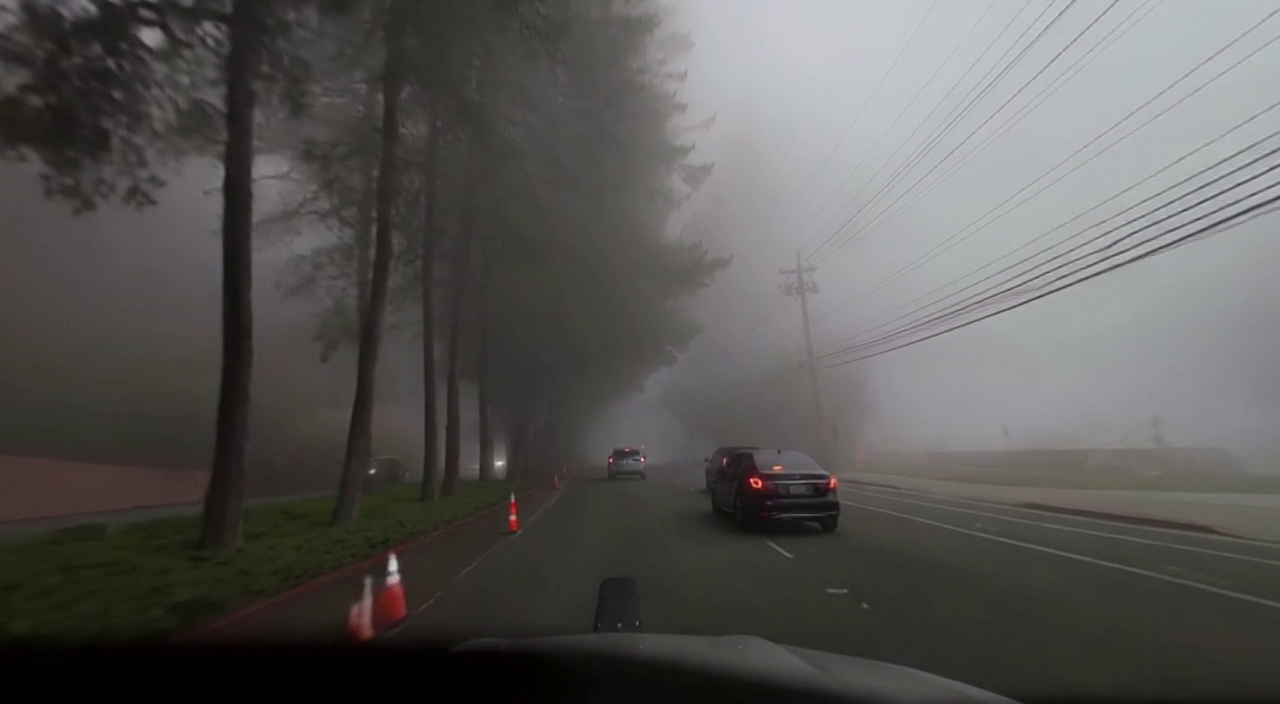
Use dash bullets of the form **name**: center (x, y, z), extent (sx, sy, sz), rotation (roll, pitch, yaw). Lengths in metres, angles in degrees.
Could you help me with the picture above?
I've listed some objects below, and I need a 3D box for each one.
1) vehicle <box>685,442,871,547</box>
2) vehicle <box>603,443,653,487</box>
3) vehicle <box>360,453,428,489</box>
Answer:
- **vehicle**: center (2.164, 2.391, 11.404), extent (1.977, 1.460, 4.565), rotation (0, -9, -5)
- **vehicle**: center (-0.491, 4.885, 27.726), extent (2.050, 1.745, 3.915), rotation (-1, -9, 0)
- **vehicle**: center (-12.532, 6.050, 32.521), extent (1.871, 1.639, 4.289), rotation (0, -9, -1)
